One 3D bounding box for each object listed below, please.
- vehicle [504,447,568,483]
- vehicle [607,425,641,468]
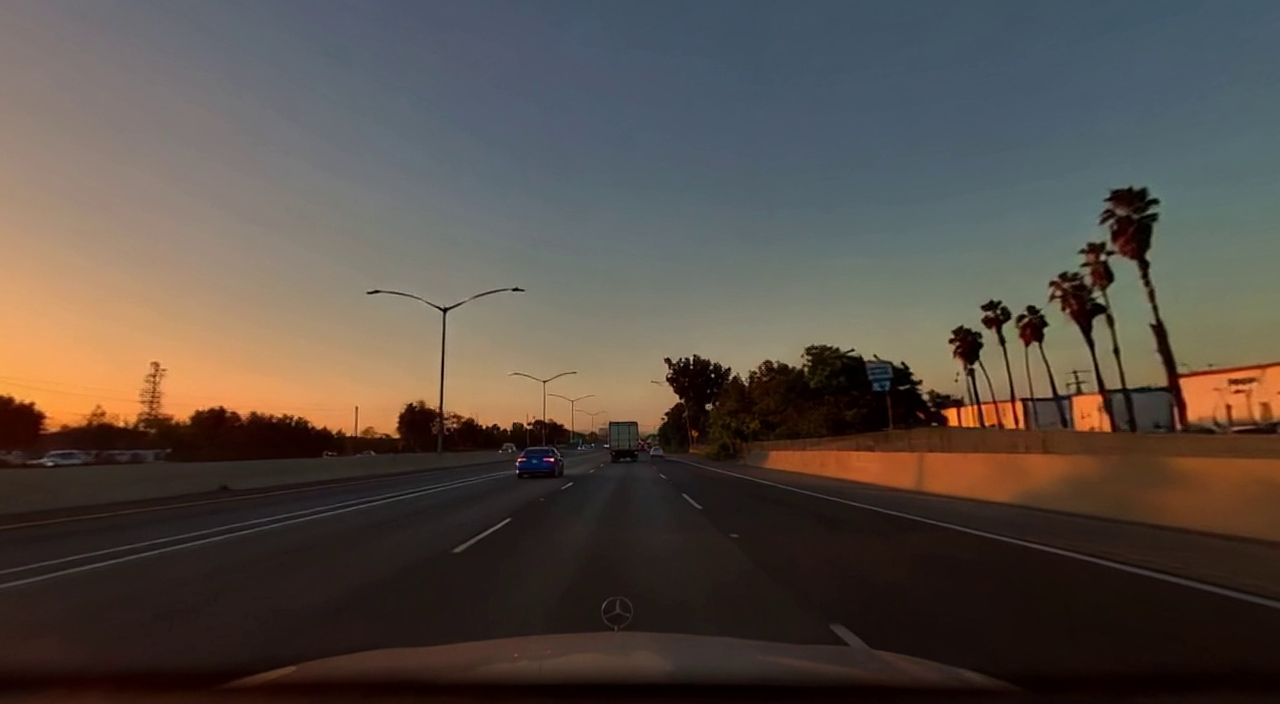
[{"bbox_3d":[-4.411,4.855,27.486,2.097,1.447,4.291,0,-8,-1],"label":"vehicle"},{"bbox_3d":[-1.239,7.085,47.250,2.364,2.953,6.495,0,-8,-2],"label":"vehicle"}]
